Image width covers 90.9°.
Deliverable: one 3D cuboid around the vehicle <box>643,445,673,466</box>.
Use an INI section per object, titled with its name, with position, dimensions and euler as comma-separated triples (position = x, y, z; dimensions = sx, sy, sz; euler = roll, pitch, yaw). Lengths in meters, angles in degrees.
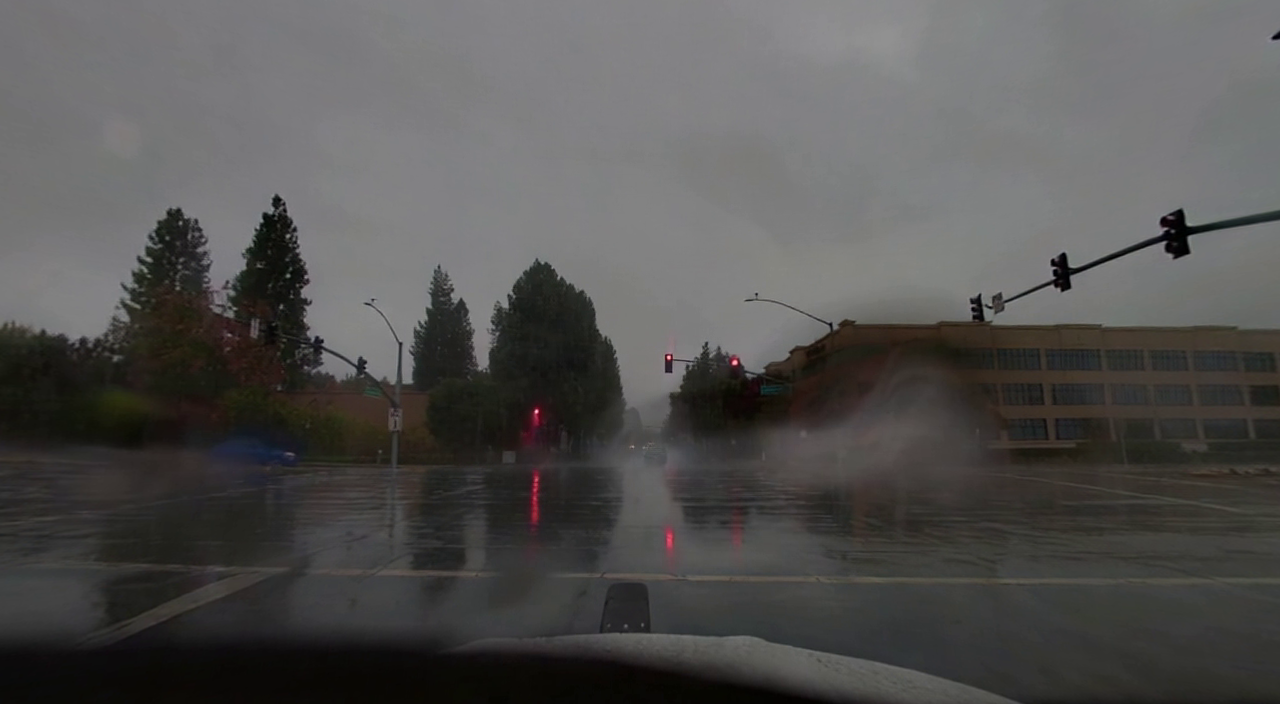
[vehicle]
position = 1.275, 7.630, 46.454
dimensions = 2.132, 1.449, 4.235
euler = 0, -9, 0
